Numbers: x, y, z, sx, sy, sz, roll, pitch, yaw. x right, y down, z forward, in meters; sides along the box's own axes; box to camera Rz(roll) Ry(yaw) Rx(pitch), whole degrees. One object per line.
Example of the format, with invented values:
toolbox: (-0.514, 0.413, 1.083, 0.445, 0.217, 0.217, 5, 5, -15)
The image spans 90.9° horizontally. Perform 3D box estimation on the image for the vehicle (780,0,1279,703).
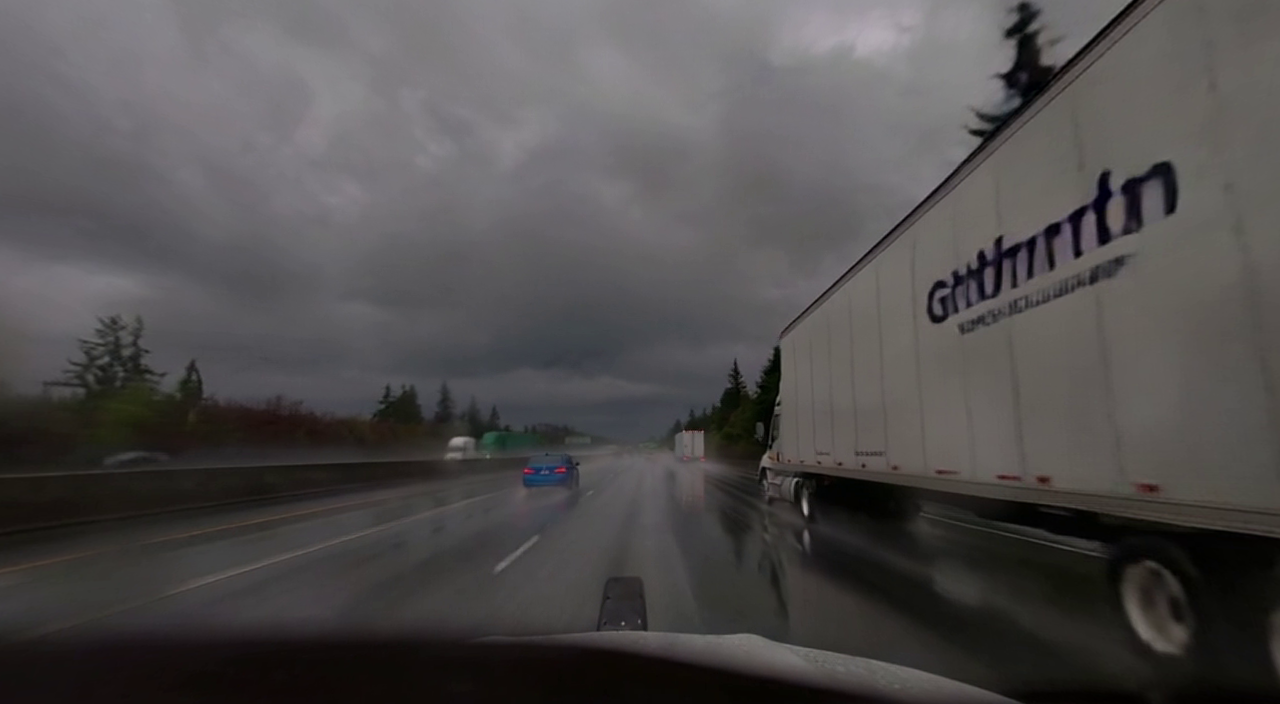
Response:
vehicle: (4.631, 0.417, 7.012, 2.858, 3.952, 13.731, 0, -9, -1)

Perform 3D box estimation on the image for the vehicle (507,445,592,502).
vehicle: (-2.723, 3.782, 20.000, 1.960, 1.579, 4.384, 0, -9, 1)
